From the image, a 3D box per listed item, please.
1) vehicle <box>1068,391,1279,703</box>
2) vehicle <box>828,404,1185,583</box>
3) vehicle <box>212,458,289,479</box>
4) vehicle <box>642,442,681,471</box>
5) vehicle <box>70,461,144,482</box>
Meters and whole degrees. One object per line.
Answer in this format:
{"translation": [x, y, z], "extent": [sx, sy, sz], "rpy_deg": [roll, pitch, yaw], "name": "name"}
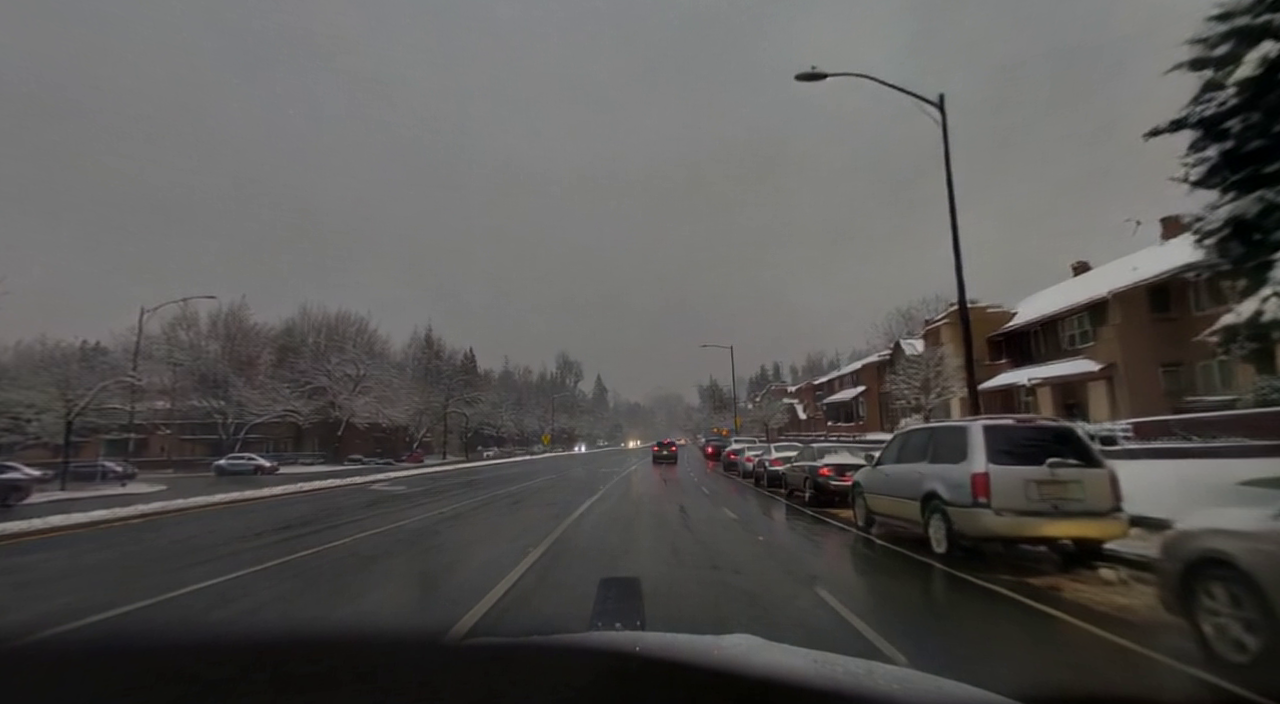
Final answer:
{"translation": [4.280, 0.883, 2.399], "extent": [1.949, 1.616, 4.805], "rpy_deg": [0, -9, 1], "name": "vehicle"}
{"translation": [4.335, 1.740, 8.606], "extent": [1.973, 1.749, 4.608], "rpy_deg": [0, -9, -2], "name": "vehicle"}
{"translation": [-29.609, 8.826, 48.011], "extent": [4.591, 1.468, 1.805], "rpy_deg": [1, -9, -9], "name": "vehicle"}
{"translation": [1.183, 5.742, 34.794], "extent": [2.011, 1.480, 4.170], "rpy_deg": [-1, -9, 2], "name": "vehicle"}
{"translation": [-41.102, 9.179, 48.611], "extent": [4.292, 1.497, 1.883], "rpy_deg": [-2, -9, 8], "name": "vehicle"}
